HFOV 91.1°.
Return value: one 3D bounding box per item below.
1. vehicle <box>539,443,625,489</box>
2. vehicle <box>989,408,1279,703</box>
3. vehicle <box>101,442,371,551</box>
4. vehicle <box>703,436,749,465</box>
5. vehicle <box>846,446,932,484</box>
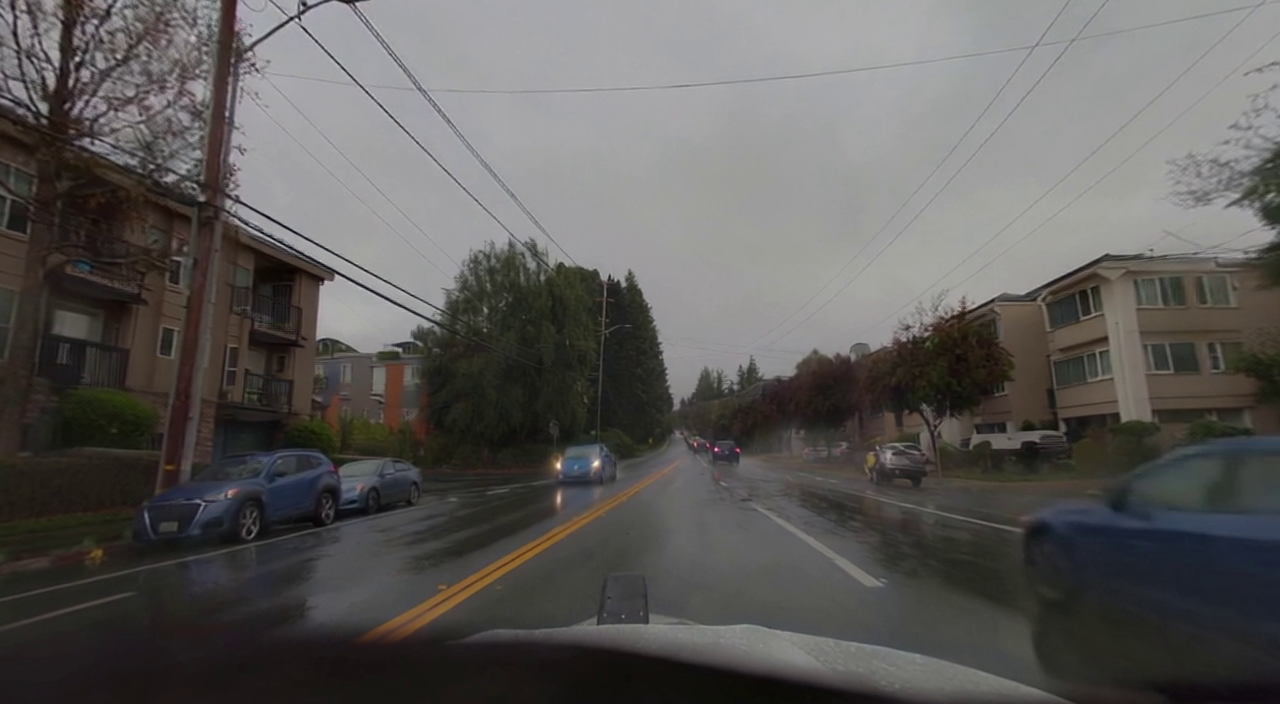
[{"bbox_3d":[-1.920,3.991,22.390,2.155,1.436,4.501,-1,-8,7],"label":"vehicle"},{"bbox_3d":[4.138,1.090,3.462,2.052,1.506,4.432,-1,-8,3],"label":"vehicle"},{"bbox_3d":[-7.907,2.812,13.082,2.381,1.825,4.652,-1,-8,2],"label":"vehicle"},{"bbox_3d":[5.464,6.355,40.560,2.306,1.719,4.805,0,-8,1],"label":"vehicle"},{"bbox_3d":[10.519,4.775,26.939,1.935,1.478,4.711,-1,-8,3],"label":"vehicle"}]
